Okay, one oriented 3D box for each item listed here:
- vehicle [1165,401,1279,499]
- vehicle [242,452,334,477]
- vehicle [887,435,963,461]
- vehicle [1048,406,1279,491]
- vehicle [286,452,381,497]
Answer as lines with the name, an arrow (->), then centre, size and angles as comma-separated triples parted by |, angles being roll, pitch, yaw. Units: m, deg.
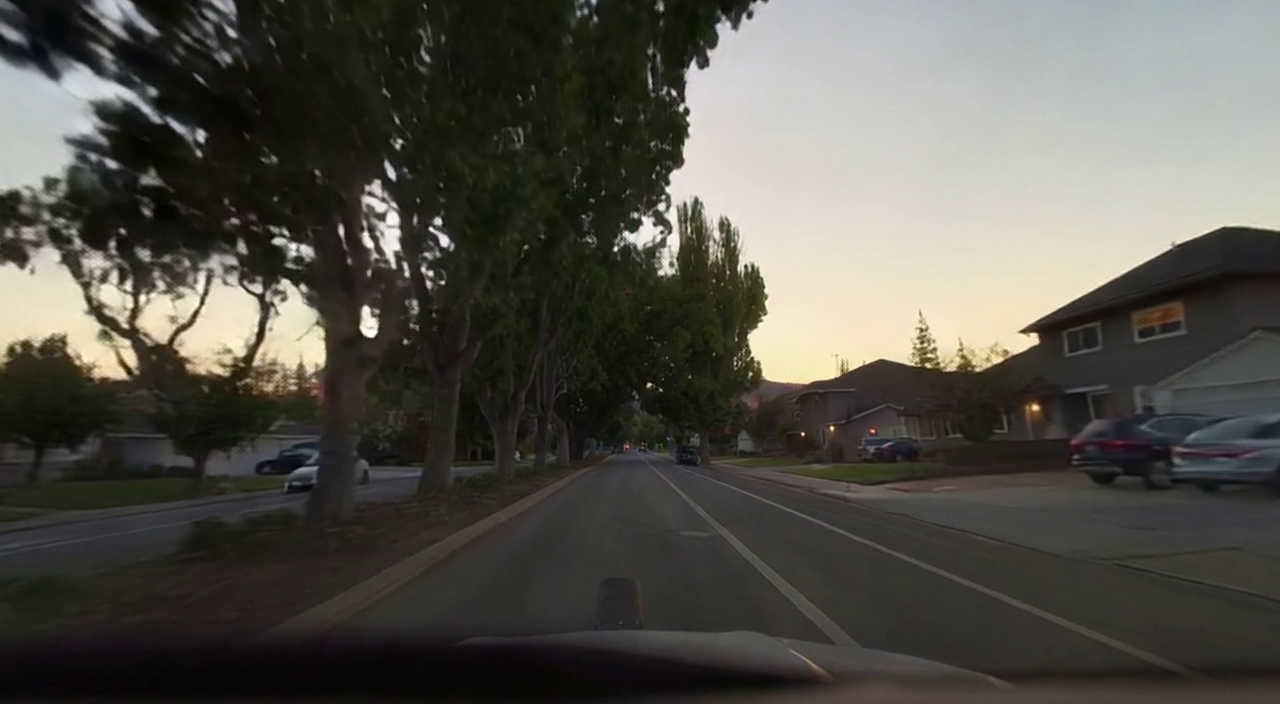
vehicle -> 13.682, 1.923, 12.584 | 4.629, 1.770, 1.959 | 0, -8, -1
vehicle -> -21.583, 6.902, 38.911 | 4.491, 1.467, 1.861 | 0, -8, -4
vehicle -> 18.086, 6.089, 40.228 | 3.858, 1.583, 1.931 | 0, -8, -1
vehicle -> 13.147, 2.378, 15.665 | 4.594, 1.921, 2.021 | 0, -8, -2
vehicle -> -12.898, 5.151, 26.925 | 1.936, 1.504, 4.456 | -2, -7, -1
